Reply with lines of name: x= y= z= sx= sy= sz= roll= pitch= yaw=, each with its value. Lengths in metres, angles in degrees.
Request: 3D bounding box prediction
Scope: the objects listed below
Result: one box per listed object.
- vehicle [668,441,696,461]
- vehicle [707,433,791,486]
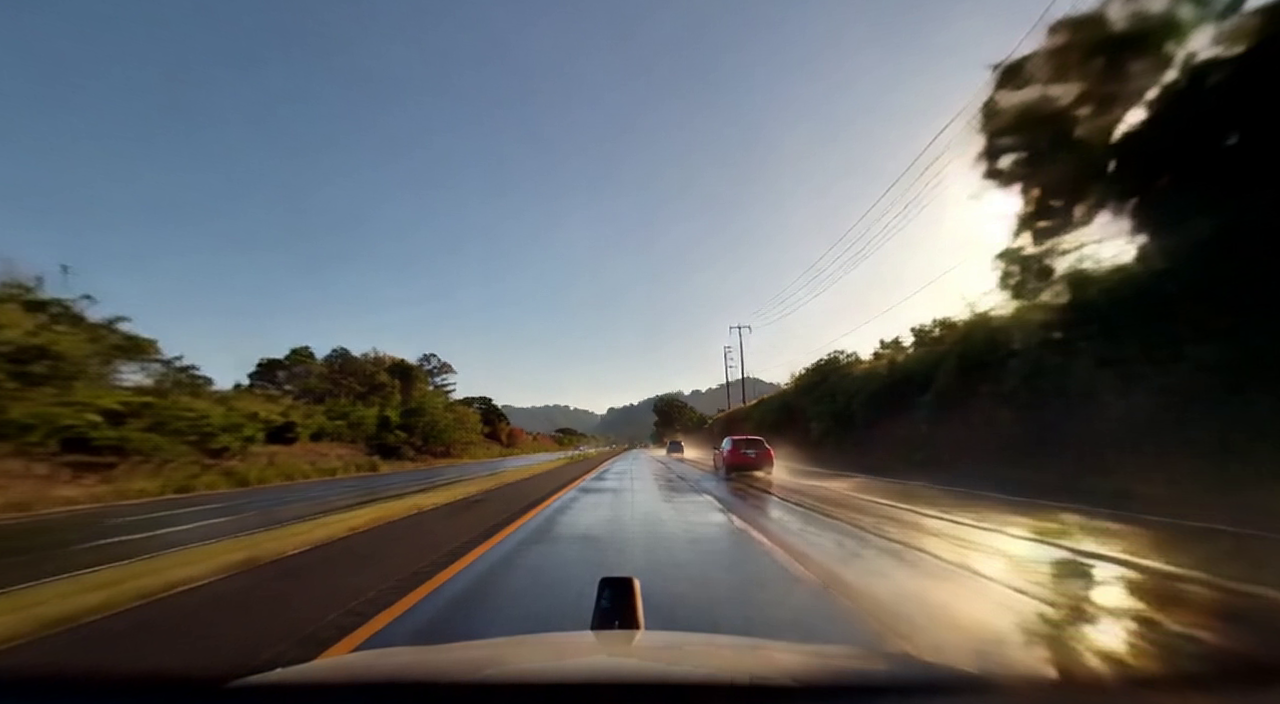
vehicle: x=3.257 y=7.765 z=49.508 sx=1.868 sy=1.507 sz=3.833 roll=0 pitch=-8 yaw=-1
vehicle: x=3.576 y=3.597 z=21.498 sx=1.977 sy=1.581 sz=4.428 roll=0 pitch=-8 yaw=-1
